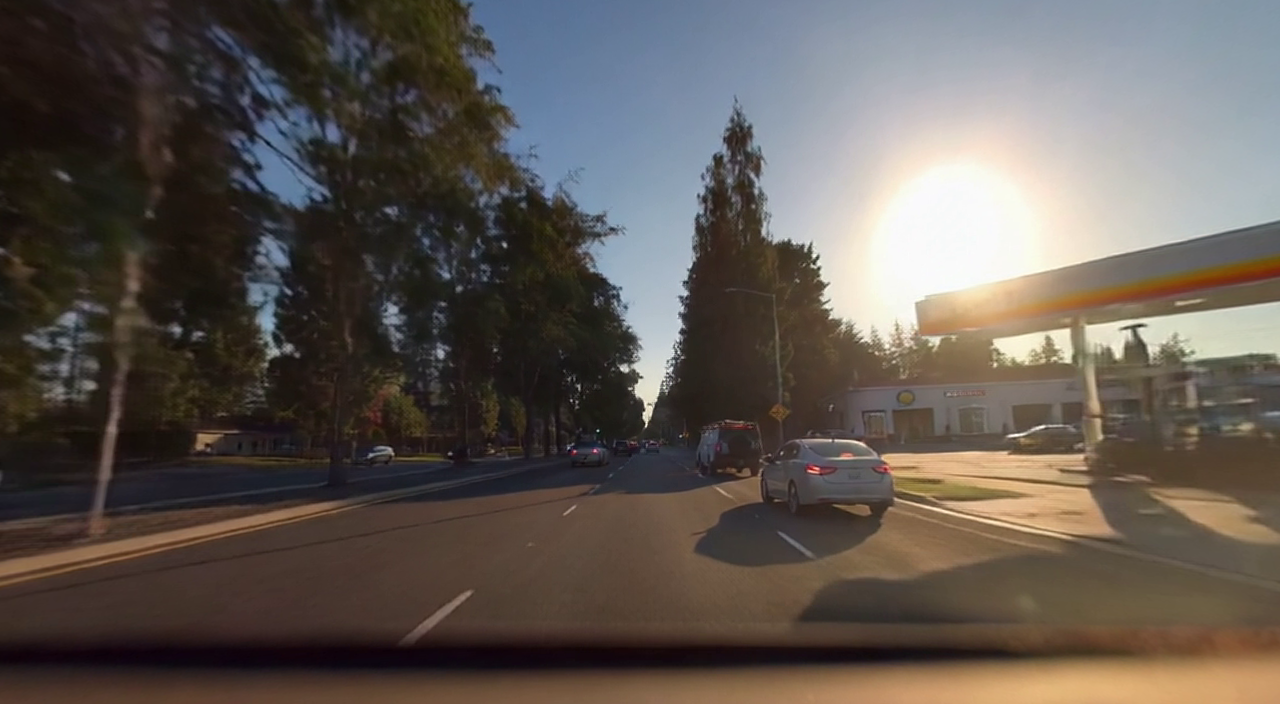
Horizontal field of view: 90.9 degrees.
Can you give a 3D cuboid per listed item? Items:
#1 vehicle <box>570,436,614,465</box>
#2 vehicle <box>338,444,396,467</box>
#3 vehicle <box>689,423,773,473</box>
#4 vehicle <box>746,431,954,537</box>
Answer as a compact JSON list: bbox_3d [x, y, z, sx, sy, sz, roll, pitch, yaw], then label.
[{"bbox_3d":[-2.945,6.159,39.572,2.250,1.713,4.422,0,-8,2],"label":"vehicle"},{"bbox_3d":[-21.096,7.971,48.913,2.106,1.660,4.699,-1,-8,4],"label":"vehicle"},{"bbox_3d":[4.272,4.693,31.056,3.245,2.199,6.295,0,-8,0],"label":"vehicle"},{"bbox_3d":[3.339,2.195,11.220,2.095,1.475,4.686,0,-8,0],"label":"vehicle"}]
